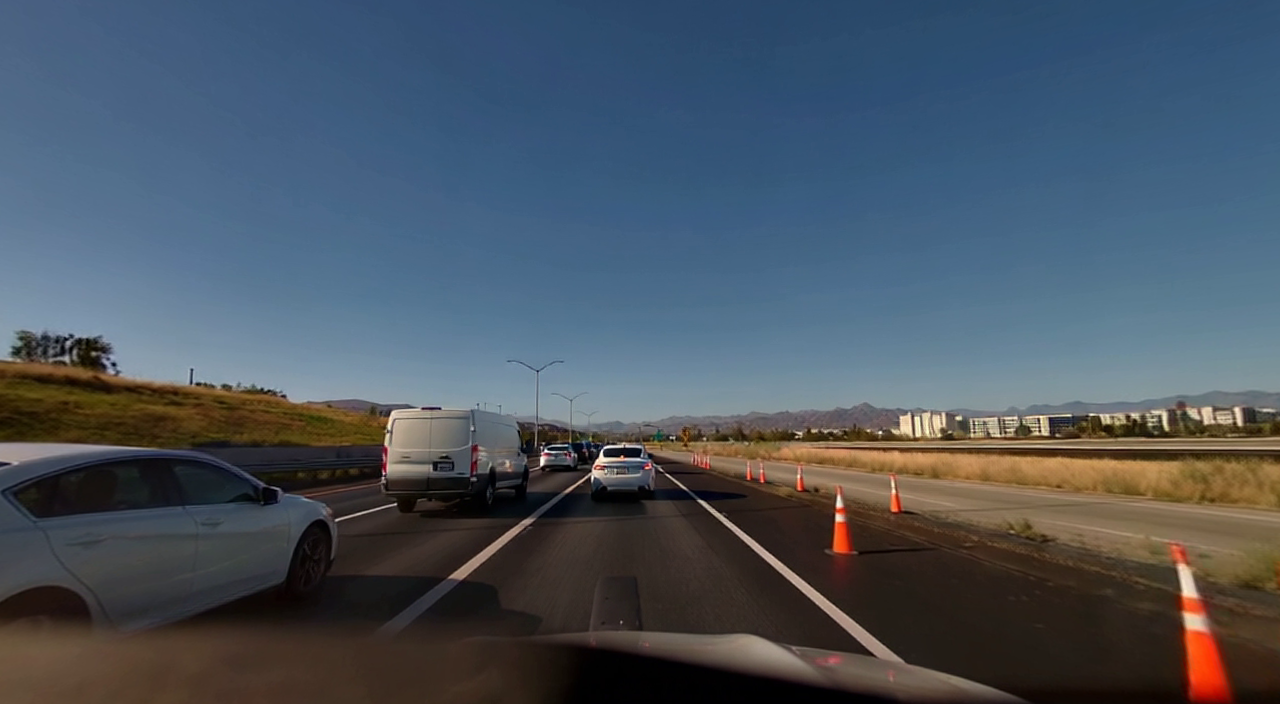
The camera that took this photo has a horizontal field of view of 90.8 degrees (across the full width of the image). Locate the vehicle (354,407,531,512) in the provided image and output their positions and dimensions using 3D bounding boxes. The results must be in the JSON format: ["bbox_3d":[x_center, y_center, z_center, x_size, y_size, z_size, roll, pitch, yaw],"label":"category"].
[{"bbox_3d":[-4.284,2.490,15.044,2.324,2.012,5.740,0,-9,0],"label":"vehicle"}]

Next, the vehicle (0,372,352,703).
[{"bbox_3d":[-3.820,1.050,3.777,2.041,1.604,4.384,0,-9,1],"label":"vehicle"}]

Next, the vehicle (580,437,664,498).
[{"bbox_3d":[-0.468,3.148,17.548,2.069,1.484,3.918,0,-9,-1],"label":"vehicle"}]

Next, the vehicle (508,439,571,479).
[{"bbox_3d":[-3.975,4.296,25.582,1.824,1.459,4.007,0,-9,1],"label":"vehicle"}]
